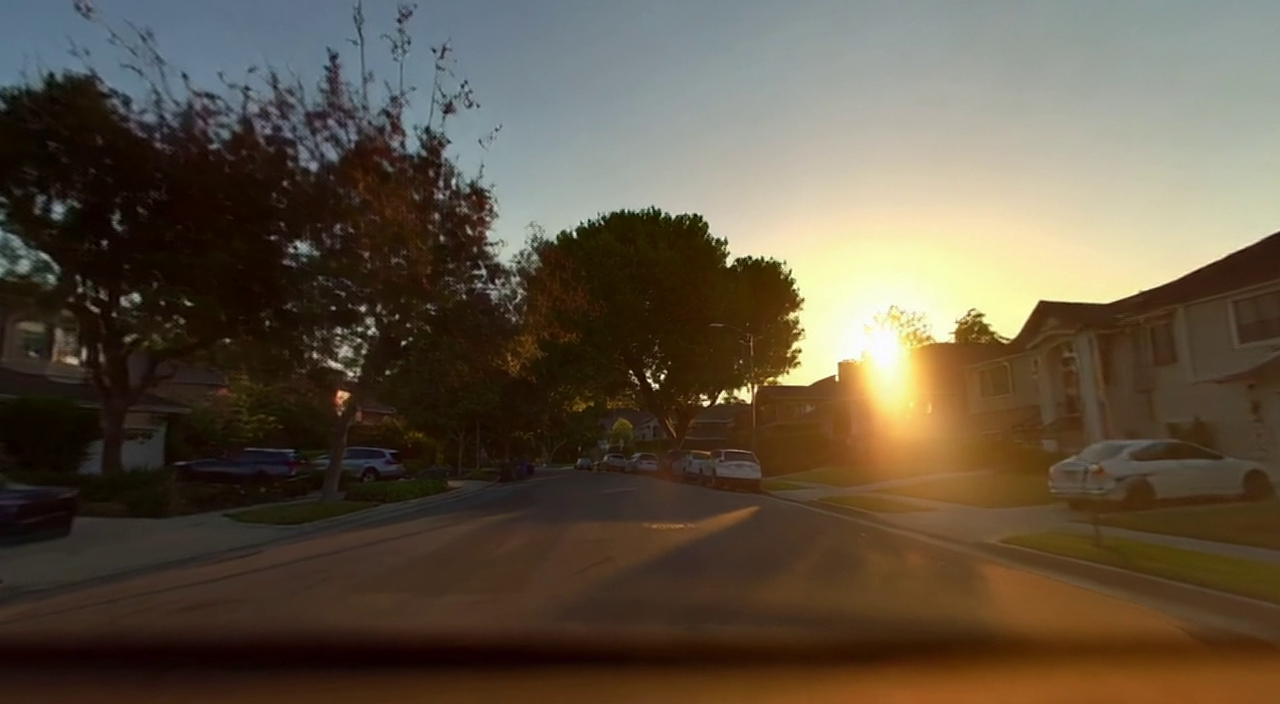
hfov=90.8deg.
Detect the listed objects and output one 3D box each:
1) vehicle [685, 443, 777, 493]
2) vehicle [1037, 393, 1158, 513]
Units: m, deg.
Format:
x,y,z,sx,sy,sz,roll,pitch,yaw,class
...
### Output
x,y,z,sx,sy,sz,roll,pitch,yaw,class
3.854,5.112,28.180,2.715,1.900,6.163,2,-9,-5,vehicle
9.864,2.157,13.663,1.820,2.366,1.453,-7,-11,37,vehicle
